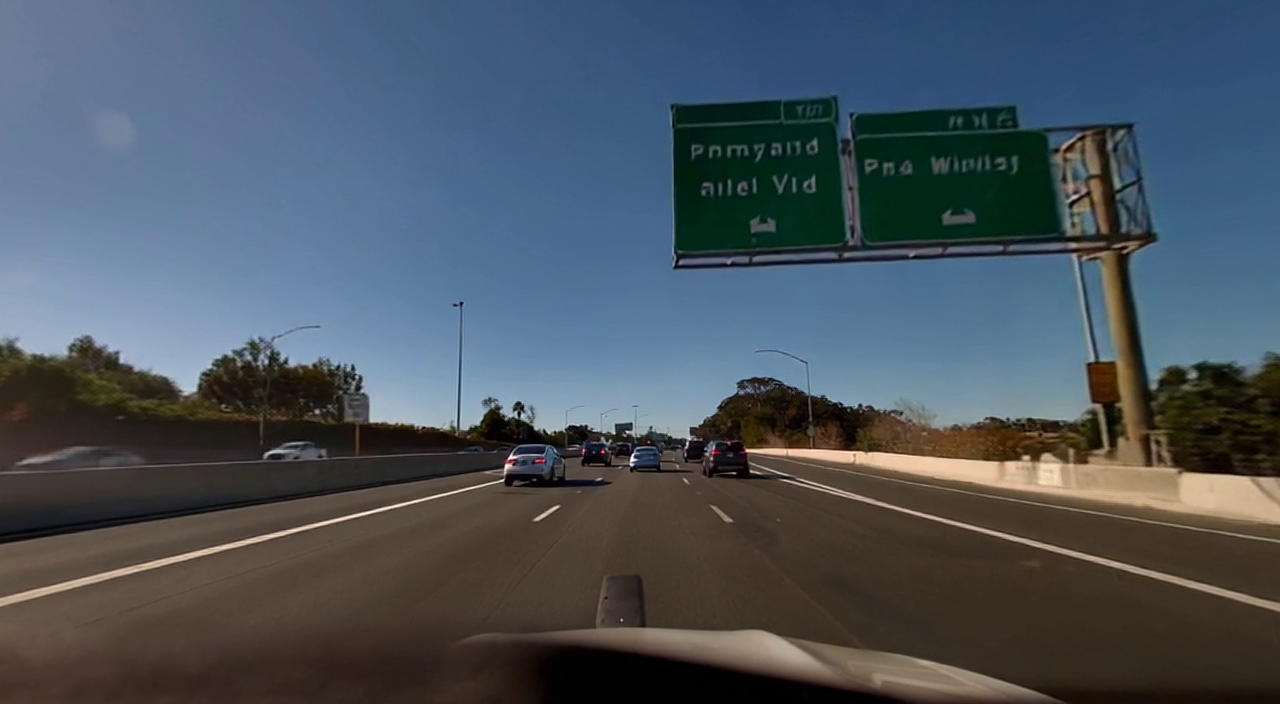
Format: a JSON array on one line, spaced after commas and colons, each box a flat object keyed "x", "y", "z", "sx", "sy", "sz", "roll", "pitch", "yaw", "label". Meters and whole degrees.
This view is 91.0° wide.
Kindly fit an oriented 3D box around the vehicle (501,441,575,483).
[{"x": -3.885, "y": 4.288, "z": 24.779, "sx": 1.996, "sy": 1.488, "sz": 4.451, "roll": 0, "pitch": -9, "yaw": 3, "label": "vehicle"}]

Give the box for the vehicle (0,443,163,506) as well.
[{"x": -16.656, "y": 3.448, "z": 18.212, "sx": 1.935, "sy": 1.541, "sz": 4.729, "roll": 0, "pitch": -9, "yaw": 1, "label": "vehicle"}]

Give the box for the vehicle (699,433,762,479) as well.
[{"x": 3.704, "y": 4.366, "z": 26.604, "sx": 2.045, "sy": 1.768, "sz": 4.249, "roll": 0, "pitch": -9, "yaw": 1, "label": "vehicle"}]

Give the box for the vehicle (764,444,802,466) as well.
[{"x": 10.135, "y": 7.337, "z": 44.964, "sx": 1.971, "sy": 1.464, "sz": 4.357, "roll": -1, "pitch": -9, "yaw": 3, "label": "vehicle"}]

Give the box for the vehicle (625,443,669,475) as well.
[{"x": 0.366, "y": 5.297, "z": 31.378, "sx": 2.071, "sy": 1.478, "sz": 4.130, "roll": 0, "pitch": -9, "yaw": 1, "label": "vehicle"}]
